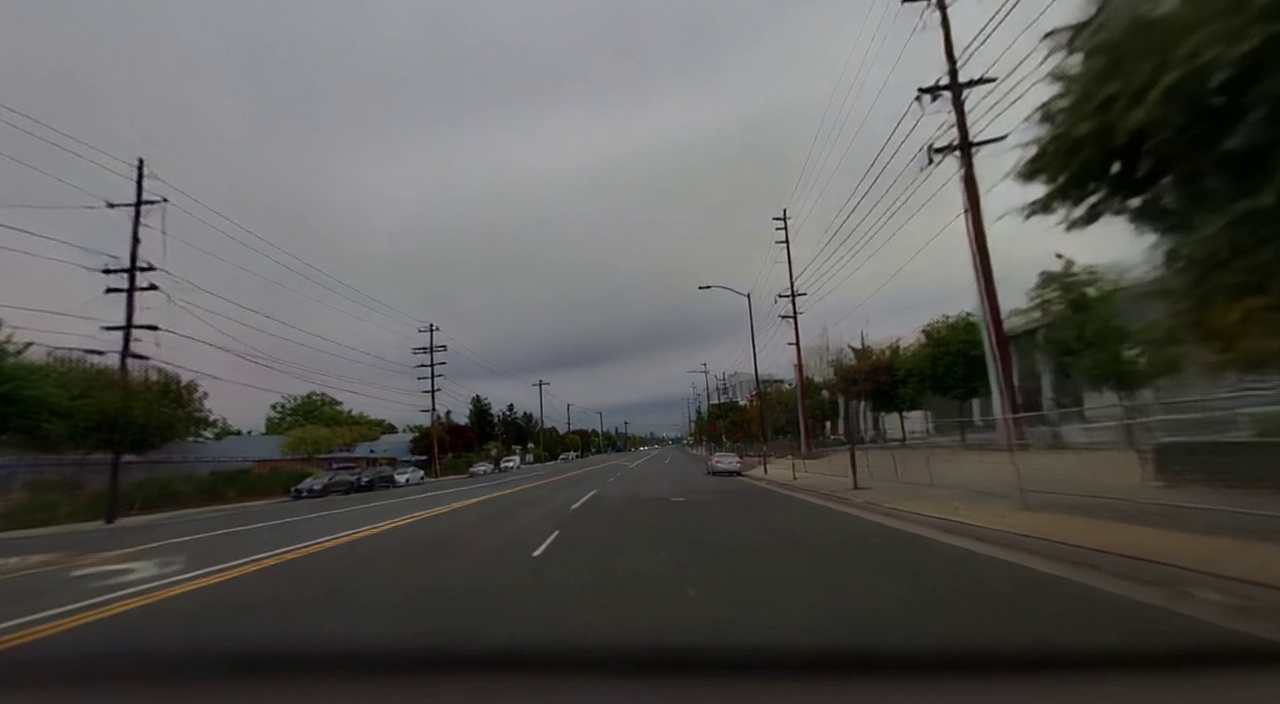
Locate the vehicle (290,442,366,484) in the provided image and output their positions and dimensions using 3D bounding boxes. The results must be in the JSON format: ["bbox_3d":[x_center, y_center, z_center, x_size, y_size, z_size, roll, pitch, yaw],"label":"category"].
[{"bbox_3d":[-24.313,8.678,49.441,4.857,2.616,2.616,-3,-10,-16],"label":"vehicle"}]

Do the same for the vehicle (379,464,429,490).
[{"bbox_3d":[-16.912,8.959,45.497,1.852,1.551,4.276,-6,-10,0],"label":"vehicle"}]

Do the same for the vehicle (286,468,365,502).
[{"bbox_3d":[-17.065,7.222,34.591,1.892,1.515,4.622,-6,-10,1],"label":"vehicle"}]

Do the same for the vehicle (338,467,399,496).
[{"bbox_3d":[-17.020,8.106,39.900,1.845,1.450,4.457,-6,-10,-1],"label":"vehicle"}]

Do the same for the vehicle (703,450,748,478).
[{"bbox_3d":[4.830,6.405,36.400,2.002,1.459,4.357,-1,-8,0],"label":"vehicle"}]
